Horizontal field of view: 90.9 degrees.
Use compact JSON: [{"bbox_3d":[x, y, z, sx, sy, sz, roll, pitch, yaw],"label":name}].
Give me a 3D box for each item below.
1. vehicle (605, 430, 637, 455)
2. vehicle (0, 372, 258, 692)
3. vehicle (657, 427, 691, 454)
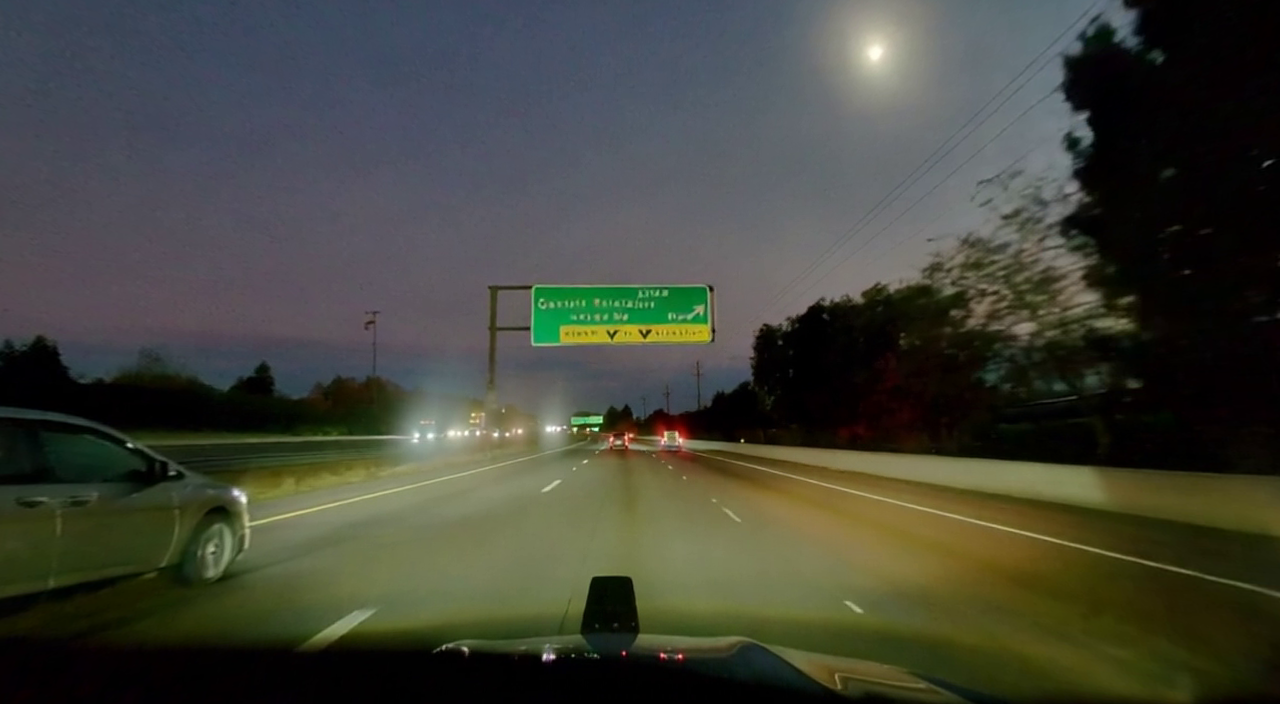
[{"bbox_3d":[-1.350,6.325,44.307,2.159,1.690,3.720,0,-7,-3],"label":"vehicle"},{"bbox_3d":[-4.257,0.916,3.237,2.100,1.590,4.077,0,-7,-2],"label":"vehicle"},{"bbox_3d":[2.452,6.431,45.892,1.976,1.905,3.263,1,-7,-5],"label":"vehicle"}]
